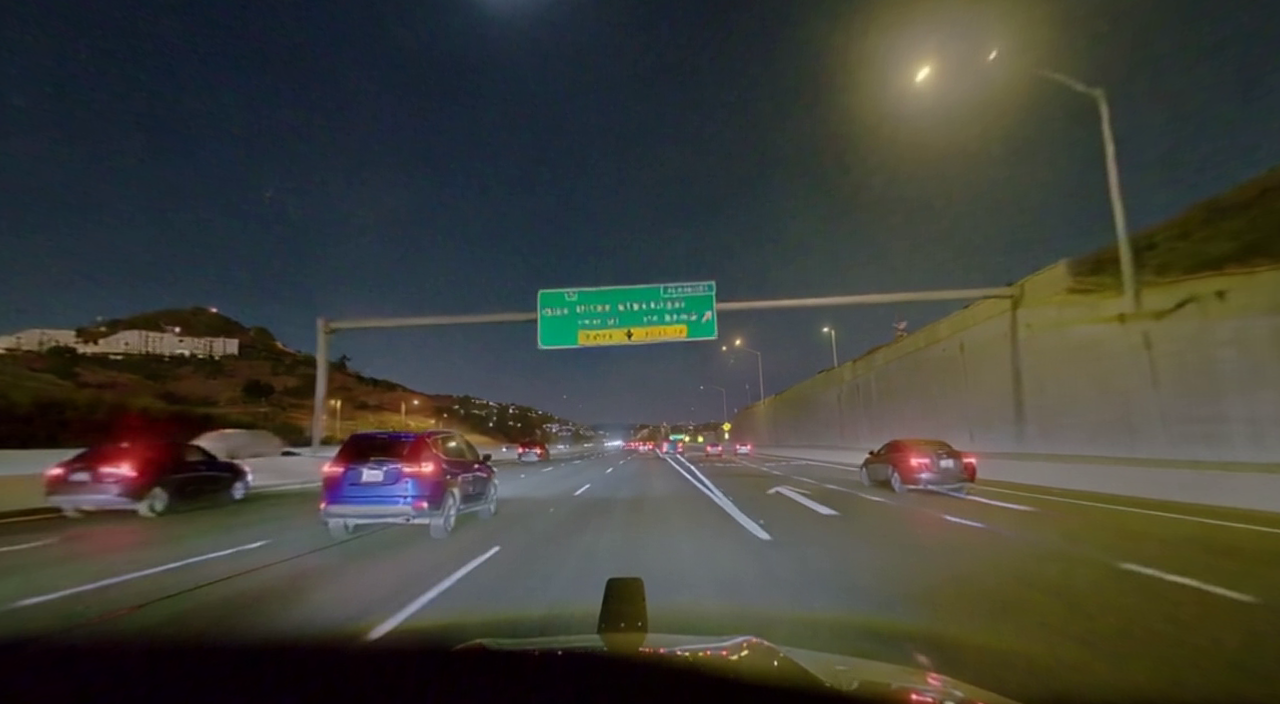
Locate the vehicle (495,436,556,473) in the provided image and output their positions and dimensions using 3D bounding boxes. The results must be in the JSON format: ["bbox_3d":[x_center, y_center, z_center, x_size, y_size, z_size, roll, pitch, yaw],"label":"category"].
[{"bbox_3d":[-5.798,5.246,32.594,2.076,1.730,4.537,-1,-8,3],"label":"vehicle"}]

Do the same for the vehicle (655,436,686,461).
[{"bbox_3d":[2.431,7.545,49.385,2.172,1.824,5.031,-1,-8,5],"label":"vehicle"}]

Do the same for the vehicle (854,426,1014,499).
[{"bbox_3d":[7.545,2.879,16.802,2.122,1.646,4.491,0,-8,1],"label":"vehicle"}]

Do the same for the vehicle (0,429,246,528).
[{"bbox_3d":[-11.278,2.643,13.851,2.091,1.774,4.754,0,-8,1],"label":"vehicle"}]

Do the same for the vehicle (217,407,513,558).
[{"bbox_3d":[-3.725,1.894,9.960,2.210,1.730,5.133,-1,-8,2],"label":"vehicle"}]
